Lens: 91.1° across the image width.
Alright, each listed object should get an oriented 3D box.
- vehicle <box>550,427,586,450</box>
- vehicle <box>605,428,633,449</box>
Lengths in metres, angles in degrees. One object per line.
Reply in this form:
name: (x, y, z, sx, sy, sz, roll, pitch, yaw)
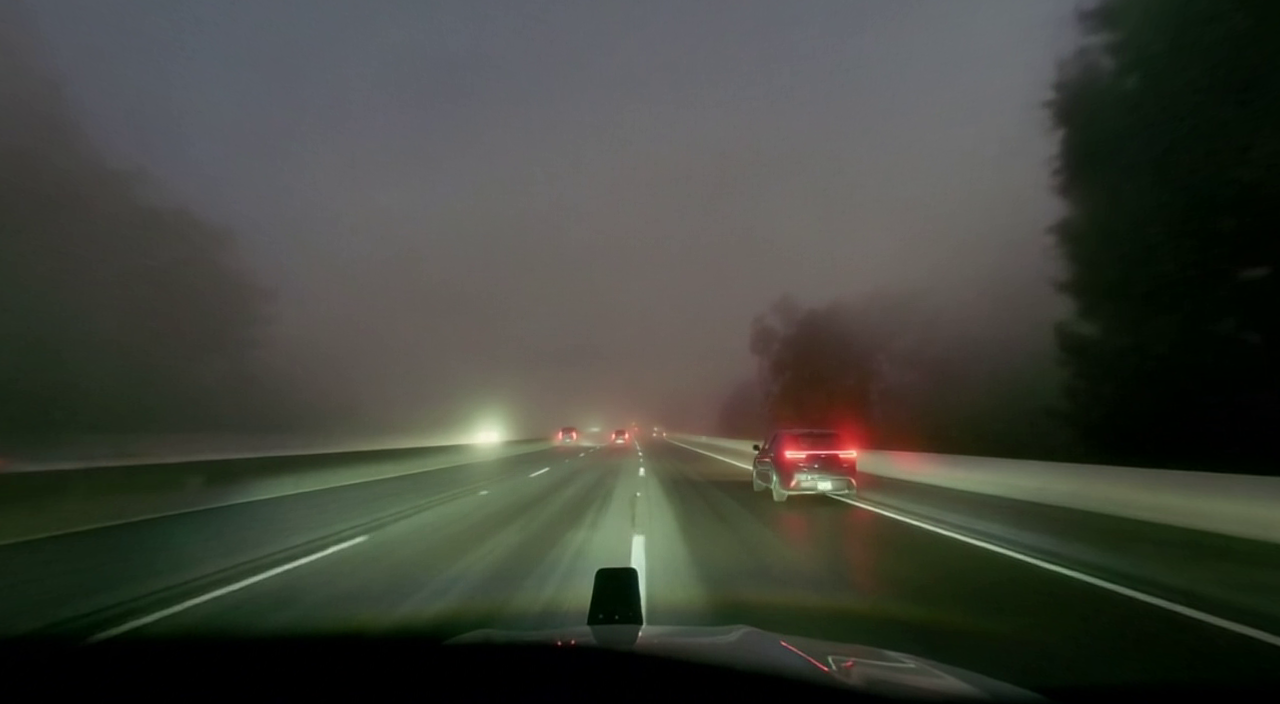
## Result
vehicle: (-5.310, 6.420, 46.812, 2.113, 1.632, 4.409, 0, -8, 1)
vehicle: (-1.597, 6.830, 49.607, 2.064, 1.571, 4.225, 0, -8, 0)
